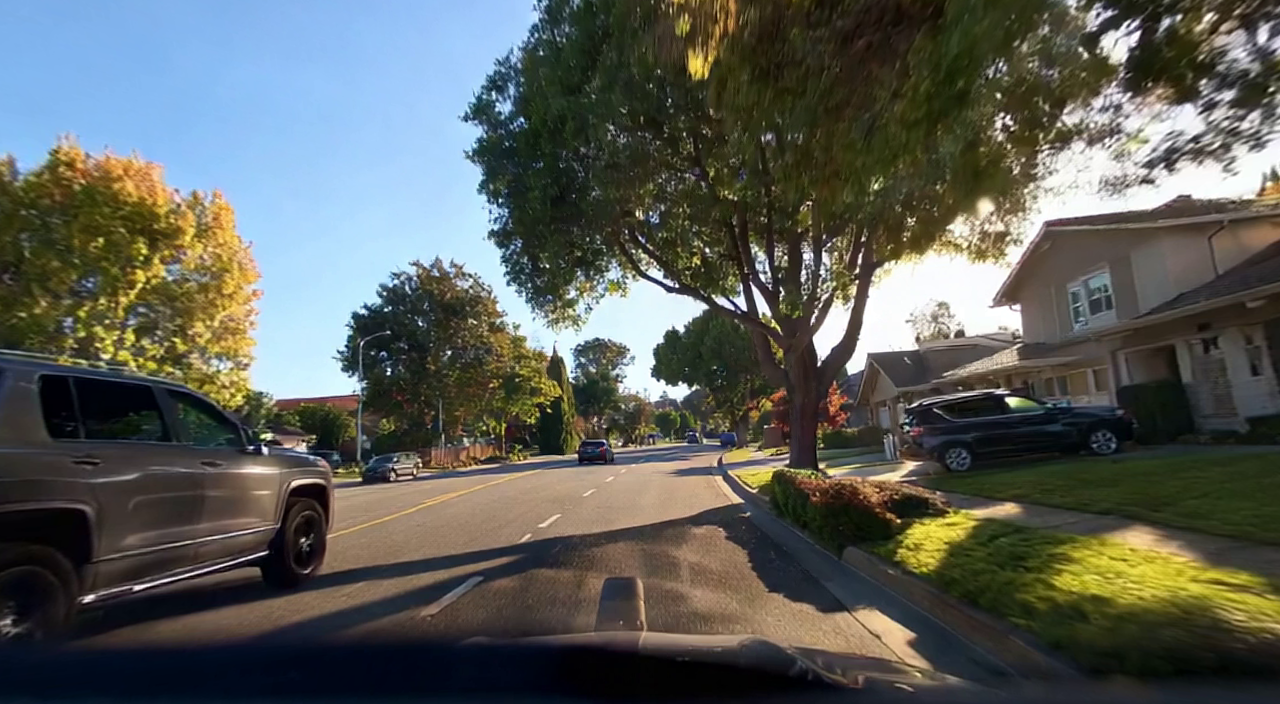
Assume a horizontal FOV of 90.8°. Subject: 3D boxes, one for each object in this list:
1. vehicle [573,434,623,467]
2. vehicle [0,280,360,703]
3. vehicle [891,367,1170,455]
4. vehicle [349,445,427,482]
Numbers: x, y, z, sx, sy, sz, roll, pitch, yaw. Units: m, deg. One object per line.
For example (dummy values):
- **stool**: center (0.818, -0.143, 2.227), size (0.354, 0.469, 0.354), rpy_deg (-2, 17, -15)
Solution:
- **vehicle**: center (-2.214, 5.358, 34.466), size (2.001, 1.664, 4.174), rpy_deg (-1, -9, 6)
- **vehicle**: center (-3.933, 0.869, 3.783), size (2.085, 2.084, 5.133), rpy_deg (0, -9, 0)
- **vehicle**: center (9.386, 1.599, 15.847), size (5.492, 1.923, 2.103), rpy_deg (-4, -9, 25)
- **vehicle**: center (-14.057, 6.199, 35.597), size (2.029, 1.887, 4.668), rpy_deg (0, -8, 6)
